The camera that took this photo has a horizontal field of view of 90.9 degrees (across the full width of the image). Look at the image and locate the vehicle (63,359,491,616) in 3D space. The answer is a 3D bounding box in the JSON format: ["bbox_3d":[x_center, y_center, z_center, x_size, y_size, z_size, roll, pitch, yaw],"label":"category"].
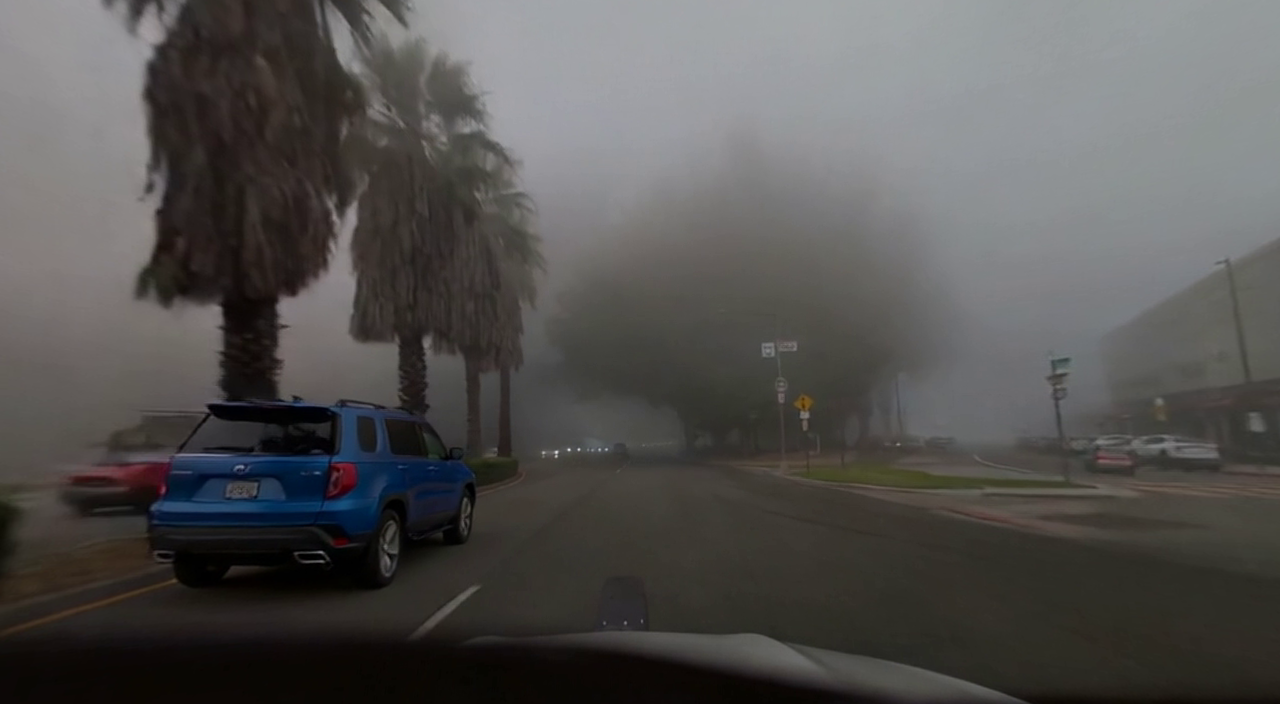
[{"bbox_3d":[-3.352,1.382,7.223,2.152,1.987,4.527,0,-9,0],"label":"vehicle"}]

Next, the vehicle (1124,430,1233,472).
[{"bbox_3d":[25.611,4.749,30.303,2.162,1.806,5.704,-4,-9,22],"label":"vehicle"}]

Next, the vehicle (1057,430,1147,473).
[{"bbox_3d":[21.447,4.634,29.499,2.180,1.808,4.462,-3,-9,21],"label":"vehicle"}]

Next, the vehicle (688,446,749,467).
[{"bbox_3d":[5.994,8.005,48.513,1.919,1.472,4.470,7,-11,-40],"label":"vehicle"}]

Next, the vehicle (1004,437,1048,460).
[{"bbox_3d":[29.066,7.291,47.560,1.982,1.611,4.314,-4,-9,21],"label":"vehicle"}]

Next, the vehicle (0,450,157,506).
[{"bbox_3d":[-18.206,3.833,19.554,2.200,1.505,4.815,-2,-9,9],"label":"vehicle"}]
